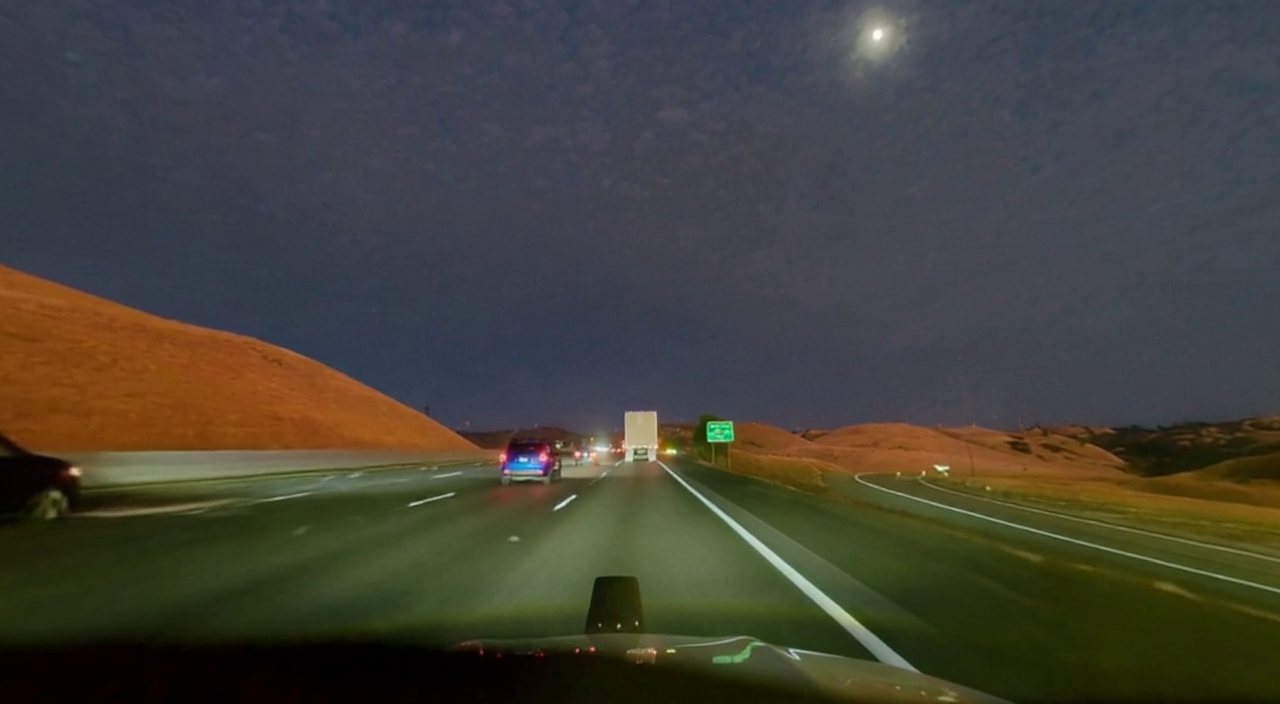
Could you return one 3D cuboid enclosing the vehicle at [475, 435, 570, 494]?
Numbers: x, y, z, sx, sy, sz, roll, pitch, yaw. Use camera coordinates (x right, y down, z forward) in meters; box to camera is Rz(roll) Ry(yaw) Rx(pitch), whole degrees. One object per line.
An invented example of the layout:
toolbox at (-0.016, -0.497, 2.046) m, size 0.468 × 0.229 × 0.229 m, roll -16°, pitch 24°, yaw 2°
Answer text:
vehicle at (-3.756, 3.696, 21.122) m, size 2.194 × 1.725 × 4.698 m, roll 0°, pitch -9°, yaw 1°
